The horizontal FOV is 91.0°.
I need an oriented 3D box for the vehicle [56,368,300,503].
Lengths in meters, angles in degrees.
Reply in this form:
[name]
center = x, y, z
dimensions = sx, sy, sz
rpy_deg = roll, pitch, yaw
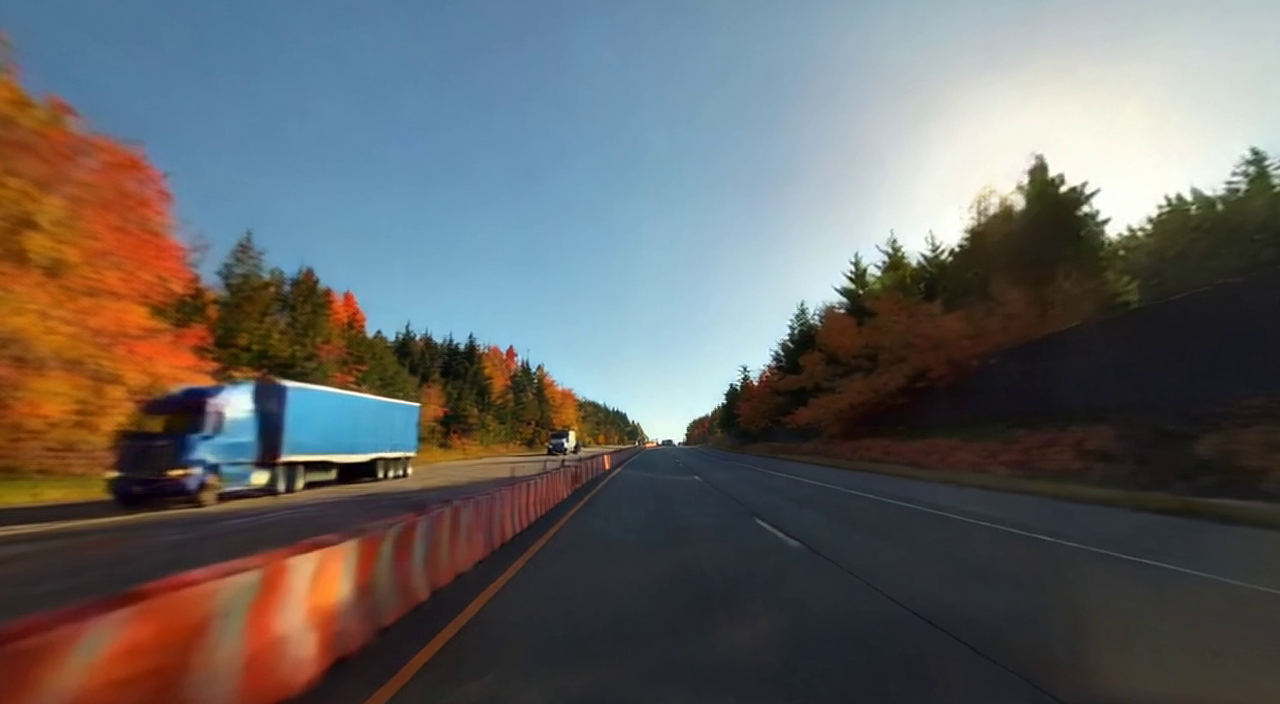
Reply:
[vehicle]
center = -14.692, 2.789, 20.874
dimensions = 3.094, 3.803, 6.248
rpy_deg = 0, -8, 1
